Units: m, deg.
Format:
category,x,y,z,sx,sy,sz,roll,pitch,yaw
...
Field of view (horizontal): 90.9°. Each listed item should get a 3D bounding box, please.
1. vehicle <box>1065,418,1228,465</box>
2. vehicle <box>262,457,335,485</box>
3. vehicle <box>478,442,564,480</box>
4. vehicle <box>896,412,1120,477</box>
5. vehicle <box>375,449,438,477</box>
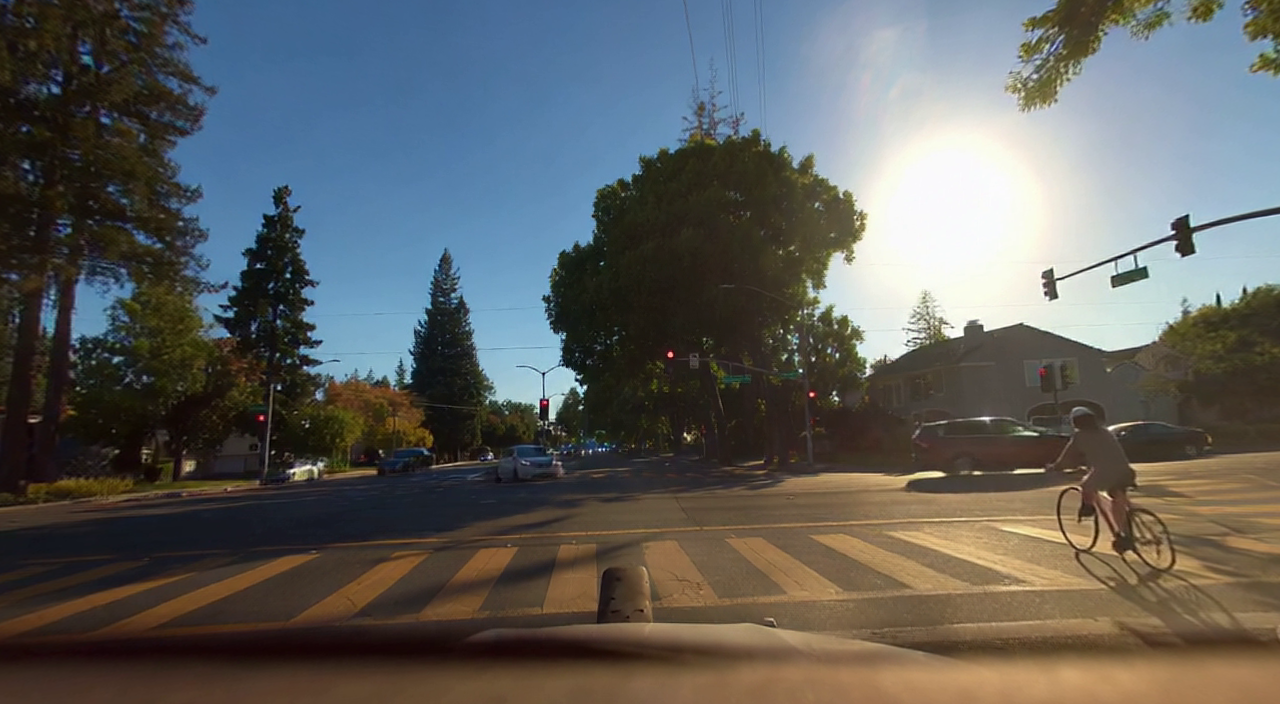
category,x,y,z,sx,sy,sz,roll,pitch,yaw
vehicle,17.375,3.100,21.774,3.969,1.493,1.823,0,-9,1
vehicle,-20.797,7.244,38.626,1.872,1.455,4.576,0,-9,0
vehicle,-5.250,4.672,27.334,2.017,1.496,4.749,5,-10,-32
vehicle,10.590,2.760,18.664,5.188,1.731,2.191,-2,-9,14
vehicle,-13.466,6.387,36.595,1.973,1.511,4.299,0,-9,0
